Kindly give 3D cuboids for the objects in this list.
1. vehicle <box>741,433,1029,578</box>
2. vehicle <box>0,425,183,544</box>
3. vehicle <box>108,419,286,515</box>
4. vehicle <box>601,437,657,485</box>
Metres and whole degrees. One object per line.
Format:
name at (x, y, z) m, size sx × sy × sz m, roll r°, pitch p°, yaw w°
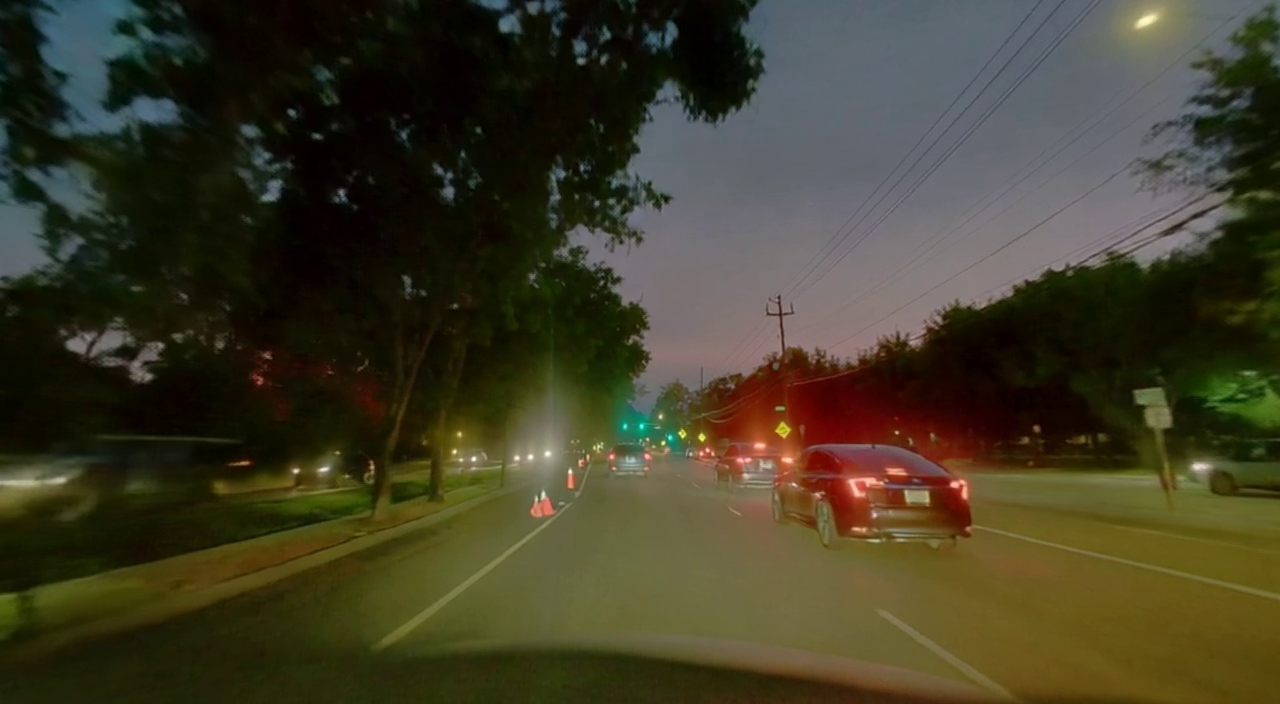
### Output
vehicle at (2.927, 1.918, 8.894) m, size 1.977 × 1.460 × 4.565 m, roll 0°, pitch -8°, yaw -4°
vehicle at (-12.515, 2.573, 12.712) m, size 2.223 × 2.091 × 6.044 m, roll -1°, pitch -8°, yaw -1°
vehicle at (-12.495, 3.227, 18.201) m, size 2.254 × 2.412 × 3.760 m, roll -1°, pitch -8°, yaw 1°
vehicle at (-0.418, 4.322, 25.352) m, size 2.050 × 1.745 × 3.915 m, roll -1°, pitch -8°, yaw 0°
